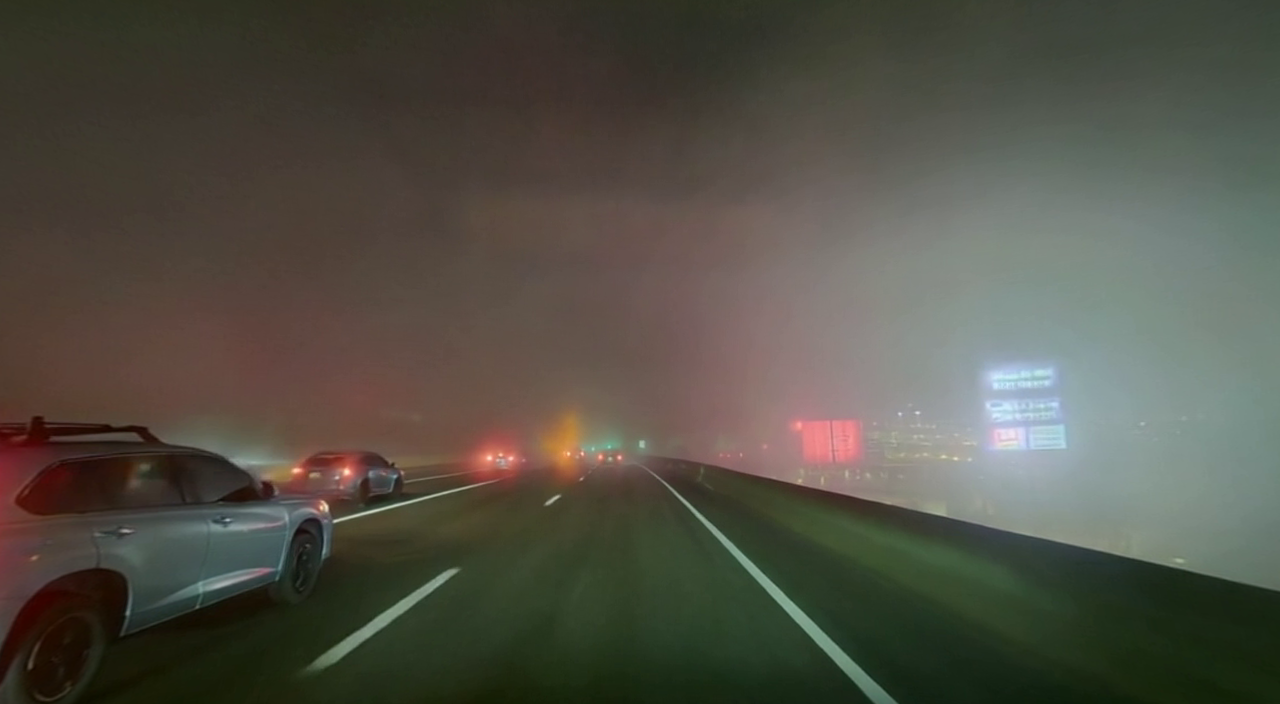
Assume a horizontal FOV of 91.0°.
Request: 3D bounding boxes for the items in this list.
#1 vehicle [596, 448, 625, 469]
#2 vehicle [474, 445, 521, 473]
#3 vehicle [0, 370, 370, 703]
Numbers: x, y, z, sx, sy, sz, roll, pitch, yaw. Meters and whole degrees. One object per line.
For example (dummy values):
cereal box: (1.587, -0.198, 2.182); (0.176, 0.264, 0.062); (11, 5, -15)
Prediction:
vehicle: (-2.229, 7.999, 47.419); (2.110, 1.501, 4.319); (0, -9, -3)
vehicle: (-9.085, 6.827, 40.495); (2.065, 1.689, 4.399); (0, -9, -2)
vehicle: (-3.762, 1.147, 4.006); (2.036, 1.717, 4.592); (0, -9, 0)
